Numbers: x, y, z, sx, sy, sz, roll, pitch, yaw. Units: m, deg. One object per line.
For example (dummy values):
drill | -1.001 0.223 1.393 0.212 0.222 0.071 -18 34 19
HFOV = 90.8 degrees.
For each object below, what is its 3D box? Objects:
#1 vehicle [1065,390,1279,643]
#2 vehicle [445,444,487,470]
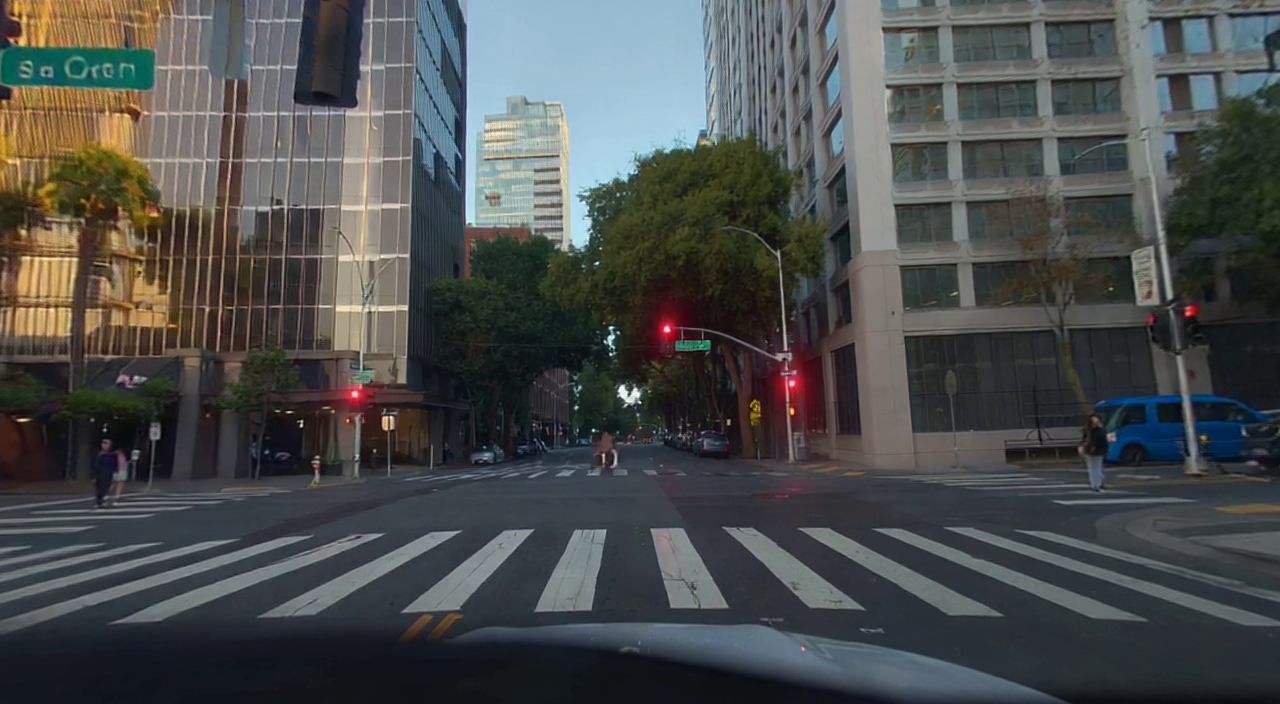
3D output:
vehicle | 5.657 1.138 4.262 2.070 1.804 4.881 0 -8 -1
vehicle | -12.450 7.505 45.379 1.935 1.639 4.244 -3 -8 -2
